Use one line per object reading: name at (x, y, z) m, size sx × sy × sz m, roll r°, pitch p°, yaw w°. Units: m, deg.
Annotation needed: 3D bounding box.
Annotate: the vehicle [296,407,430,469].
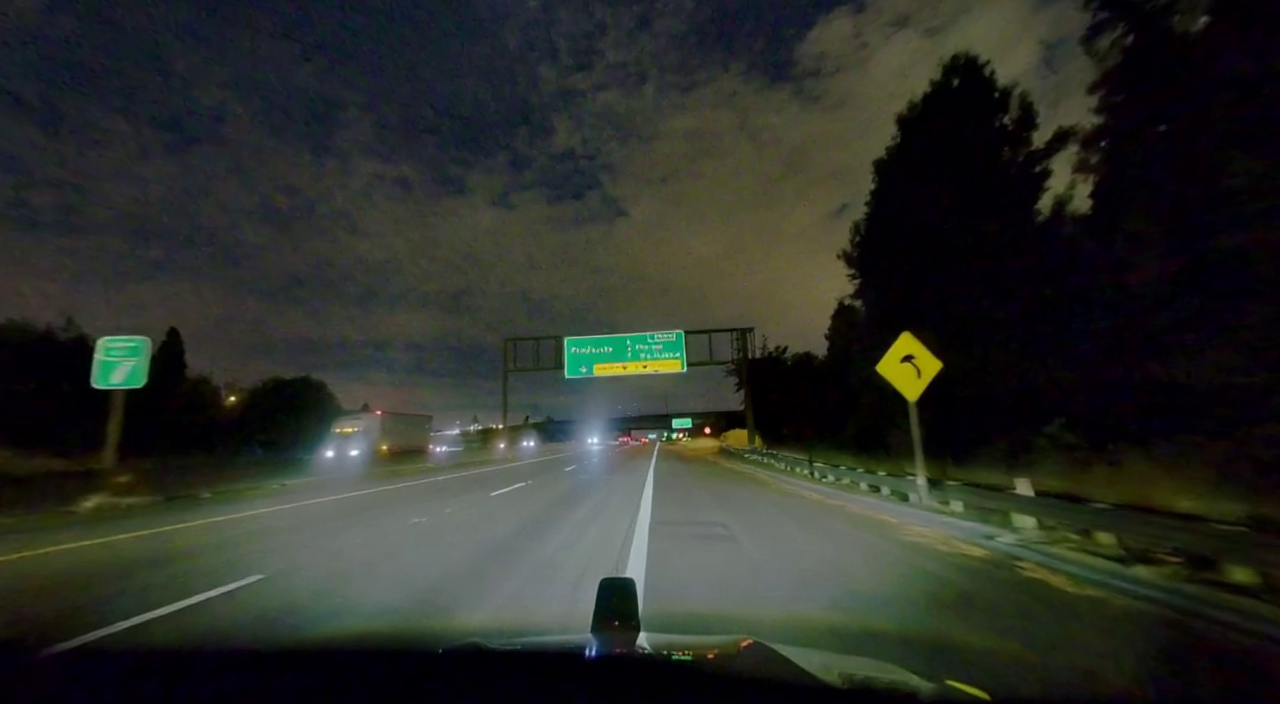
vehicle at (-16.669, 5.359, 39.323) m, size 3.161 × 3.320 × 10.997 m, roll 0°, pitch -8°, yaw 1°
